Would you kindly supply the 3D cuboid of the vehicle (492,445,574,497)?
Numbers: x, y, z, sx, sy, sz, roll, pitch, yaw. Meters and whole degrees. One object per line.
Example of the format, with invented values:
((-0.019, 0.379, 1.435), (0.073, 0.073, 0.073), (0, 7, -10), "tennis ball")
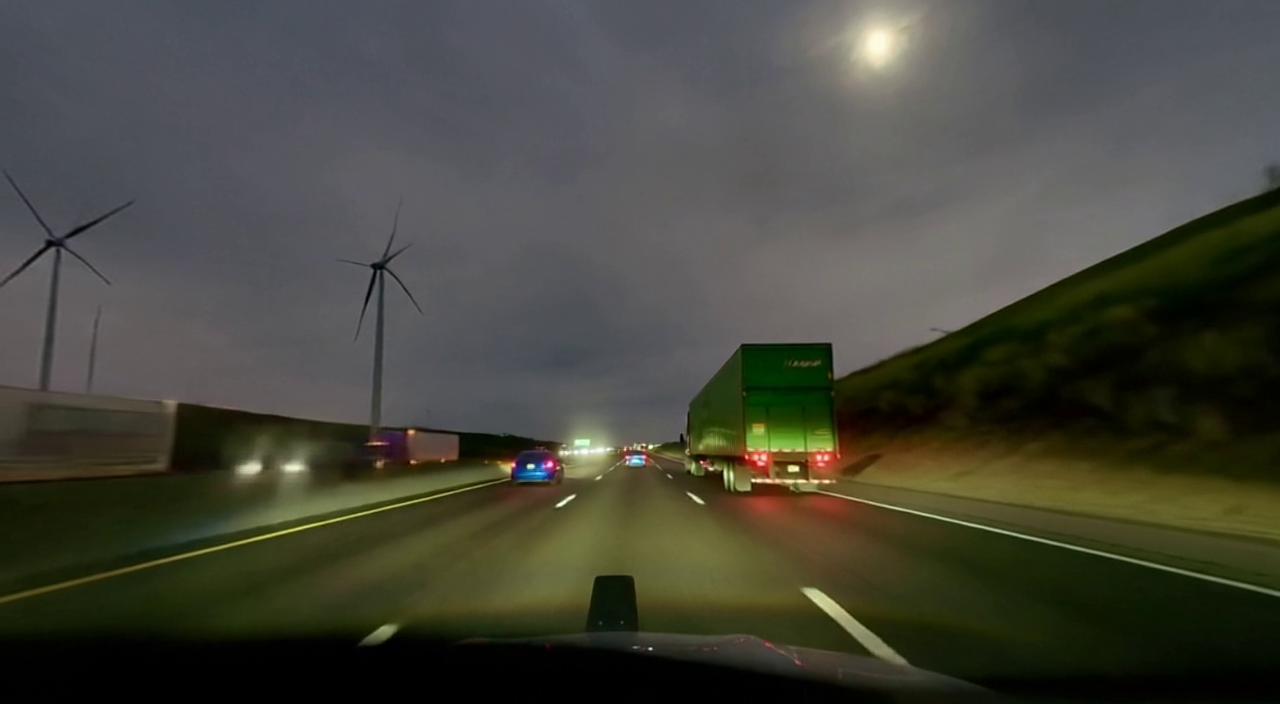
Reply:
((-3.431, 3.902, 21.042), (1.952, 1.521, 4.095), (0, -9, 1), "vehicle")

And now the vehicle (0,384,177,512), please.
((-20.819, 2.827, 18.530), (2.876, 3.822, 15.372), (0, -9, 0), "vehicle")

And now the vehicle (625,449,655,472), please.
((-0.007, 7.218, 42.115), (1.931, 1.453, 3.695), (0, -9, -1), "vehicle")

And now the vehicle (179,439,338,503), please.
((-11.629, 3.640, 19.744), (2.054, 1.737, 4.620), (0, -9, 0), "vehicle")

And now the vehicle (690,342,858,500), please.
((3.907, 2.781, 22.722), (2.947, 3.989, 13.568), (0, -9, 0), "vehicle")

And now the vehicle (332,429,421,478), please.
((-19.269, 7.540, 46.888), (2.910, 3.234, 8.361), (0, -9, 0), "vehicle")
